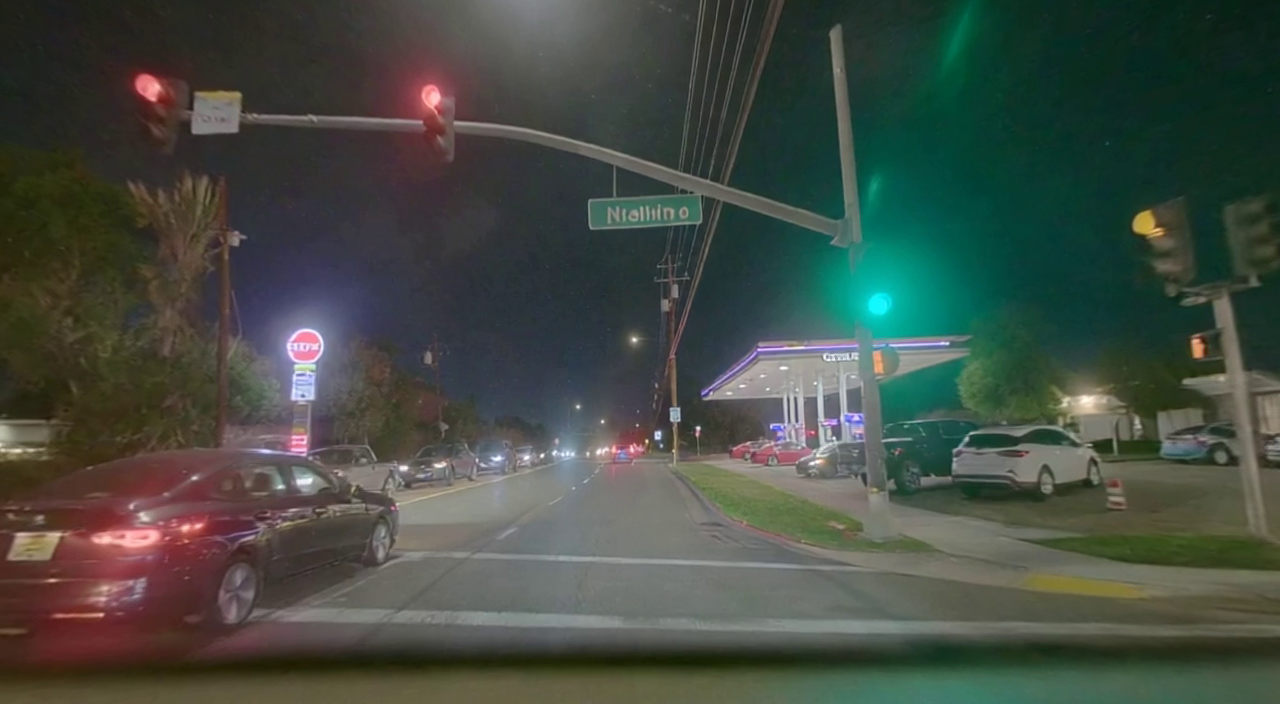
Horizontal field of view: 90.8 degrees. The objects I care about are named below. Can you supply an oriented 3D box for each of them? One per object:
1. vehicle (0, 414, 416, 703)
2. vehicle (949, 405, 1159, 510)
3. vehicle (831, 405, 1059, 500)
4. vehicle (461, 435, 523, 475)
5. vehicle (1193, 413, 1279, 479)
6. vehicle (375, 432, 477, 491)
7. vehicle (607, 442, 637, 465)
[{"bbox_3d":[-3.594,1.344,5.145,1.943,1.455,4.414,0,-8,0],"label":"vehicle"},{"bbox_3d":[8.639,2.167,13.262,3.353,1.885,2.229,4,-10,-29],"label":"vehicle"},{"bbox_3d":[7.876,2.545,16.261,5.441,2.056,2.552,5,-10,-30],"label":"vehicle"},{"bbox_3d":[-7.000,4.939,30.431,1.877,1.742,4.919,0,-8,-1],"label":"vehicle"},{"bbox_3d":[19.989,2.992,20.112,4.255,1.894,2.037,4,-9,-28],"label":"vehicle"},{"bbox_3d":[-7.164,3.688,21.698,2.000,1.791,4.465,0,-8,-1],"label":"vehicle"},{"bbox_3d":[-1.183,6.857,42.911,1.909,1.482,4.390,0,-8,0],"label":"vehicle"}]
